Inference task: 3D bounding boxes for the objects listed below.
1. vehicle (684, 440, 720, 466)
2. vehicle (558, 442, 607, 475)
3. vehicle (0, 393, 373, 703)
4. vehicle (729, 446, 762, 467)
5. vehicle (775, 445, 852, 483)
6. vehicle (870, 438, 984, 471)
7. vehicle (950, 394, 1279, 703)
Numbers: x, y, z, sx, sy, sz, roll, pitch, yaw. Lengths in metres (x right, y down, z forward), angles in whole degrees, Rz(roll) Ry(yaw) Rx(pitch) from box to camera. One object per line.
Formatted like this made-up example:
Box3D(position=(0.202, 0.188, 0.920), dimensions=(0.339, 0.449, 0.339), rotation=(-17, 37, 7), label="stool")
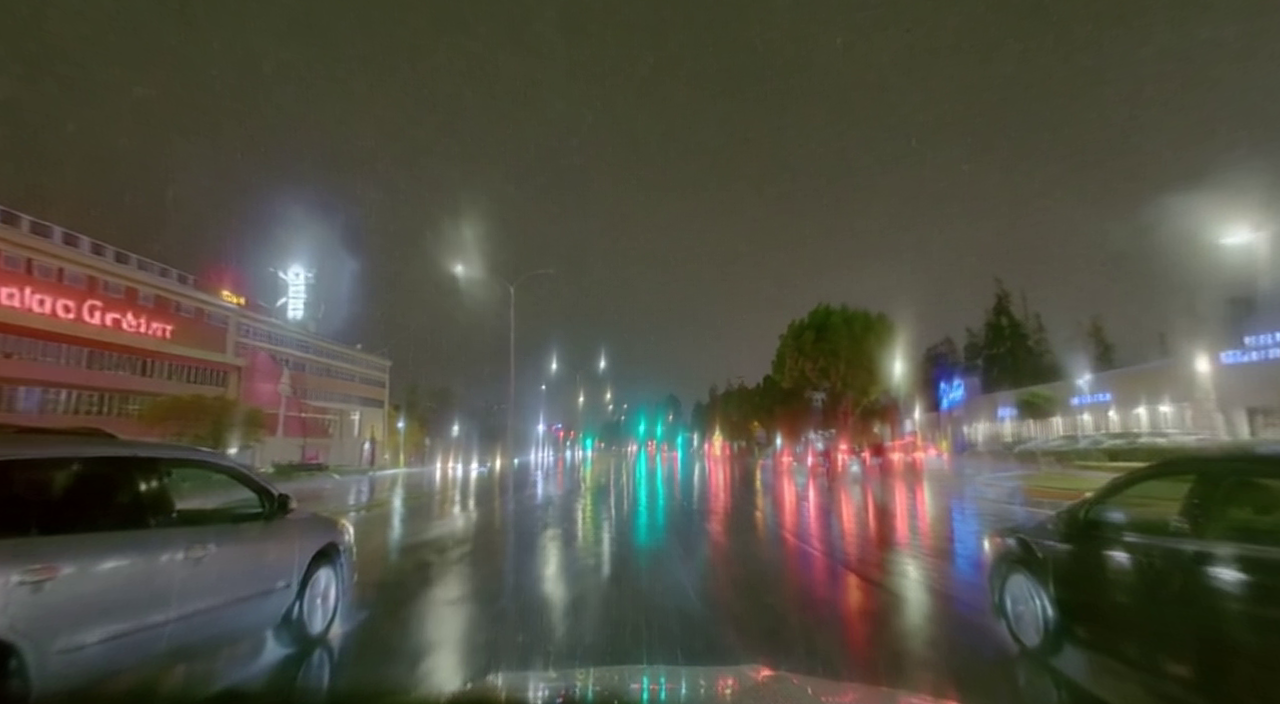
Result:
Box3D(position=(4.323, 7.133, 44.527), dimensions=(2.007, 1.683, 4.171), rotation=(0, -9, -1), label="vehicle")
Box3D(position=(-2.828, 5.309, 31.758), dimensions=(1.917, 1.511, 4.436), rotation=(-1, -9, 2), label="vehicle")
Box3D(position=(-3.362, 0.986, 2.747), dimensions=(2.155, 1.504, 4.776), rotation=(-1, -9, 2), label="vehicle")
Box3D(position=(7.627, 7.593, 45.750), dimensions=(1.654, 1.440, 3.647), rotation=(0, -9, -1), label="vehicle")
Box3D(position=(7.489, 4.862, 27.681), dimensions=(1.976, 1.469, 4.576), rotation=(0, -9, -1), label="vehicle")
Box3D(position=(15.898, 5.684, 35.141), dimensions=(5.370, 1.699, 1.996), rotation=(-8, -12, 41), label="vehicle")
Box3D(position=(3.293, 0.911, 2.326), dimensions=(1.981, 1.499, 4.536), rotation=(0, -9, 0), label="vehicle")
